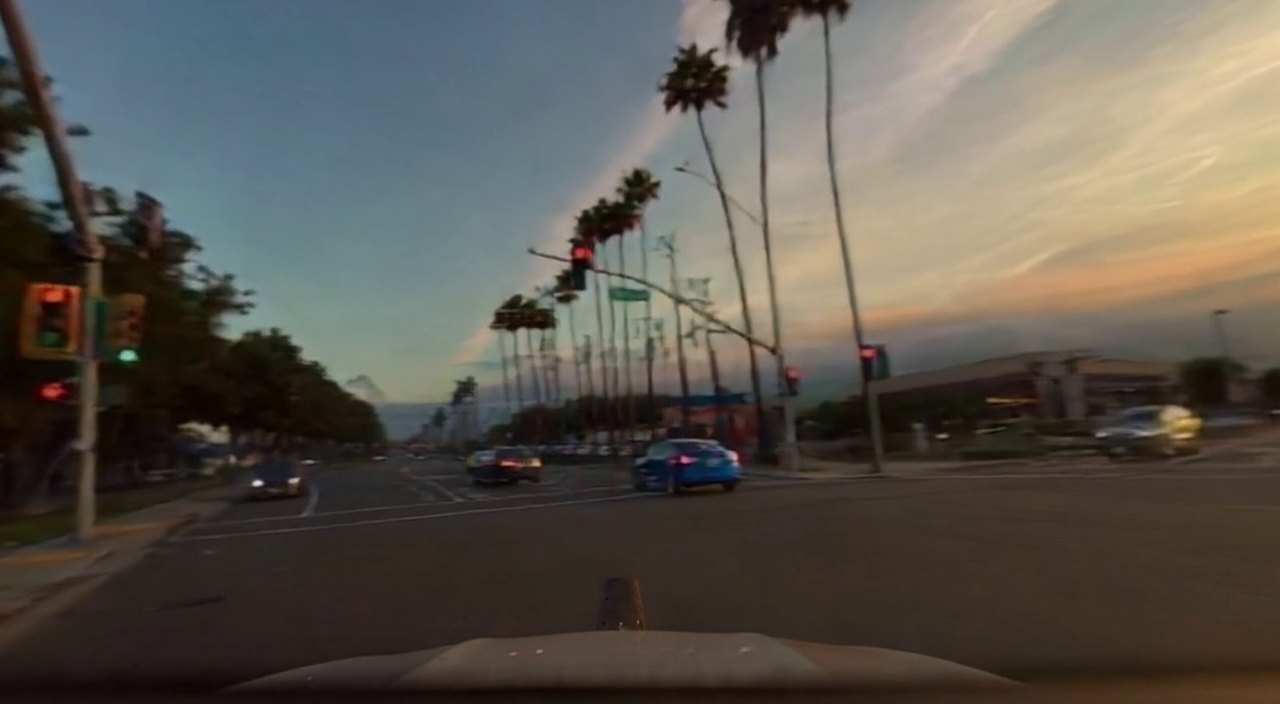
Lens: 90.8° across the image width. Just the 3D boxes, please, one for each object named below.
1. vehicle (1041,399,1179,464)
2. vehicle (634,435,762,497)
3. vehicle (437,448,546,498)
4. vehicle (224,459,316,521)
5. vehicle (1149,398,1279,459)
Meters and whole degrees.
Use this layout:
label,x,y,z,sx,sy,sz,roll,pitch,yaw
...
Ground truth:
label,x,y,z,sx,sy,sz,roll,pitch,yaw
vehicle,15.246,2.550,20.465,4.176,1.593,2.090,-1,-9,-34
vehicle,1.428,3.099,17.606,2.089,1.471,4.206,2,-9,-17
vehicle,-5.336,4.173,22.259,2.068,1.509,4.687,6,-10,-35
vehicle,-11.478,4.127,19.442,1.951,1.546,4.597,6,-10,-35
vehicle,16.307,2.172,17.609,4.348,1.498,2.041,5,-10,-35
